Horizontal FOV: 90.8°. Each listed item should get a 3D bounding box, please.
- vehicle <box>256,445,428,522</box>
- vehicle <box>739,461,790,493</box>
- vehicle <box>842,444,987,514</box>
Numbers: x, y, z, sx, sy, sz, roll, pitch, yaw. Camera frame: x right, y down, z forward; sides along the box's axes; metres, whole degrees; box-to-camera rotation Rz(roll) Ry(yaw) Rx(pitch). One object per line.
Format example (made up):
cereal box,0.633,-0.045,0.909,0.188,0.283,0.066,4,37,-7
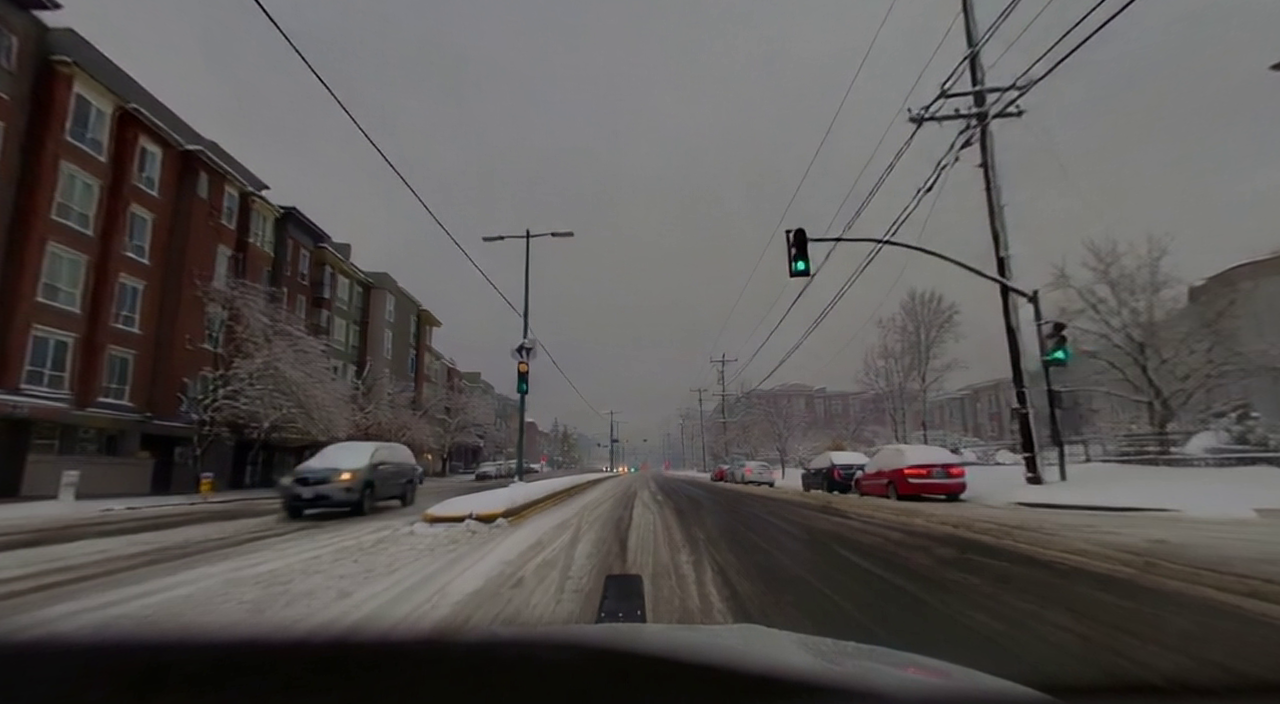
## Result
vehicle,-7.093,3.150,15.683,2.180,1.608,4.321,0,-9,-1
vehicle,7.443,7.515,38.281,2.143,1.731,4.781,0,-9,0
vehicle,7.506,3.482,17.881,1.996,1.704,4.490,0,-9,-1
